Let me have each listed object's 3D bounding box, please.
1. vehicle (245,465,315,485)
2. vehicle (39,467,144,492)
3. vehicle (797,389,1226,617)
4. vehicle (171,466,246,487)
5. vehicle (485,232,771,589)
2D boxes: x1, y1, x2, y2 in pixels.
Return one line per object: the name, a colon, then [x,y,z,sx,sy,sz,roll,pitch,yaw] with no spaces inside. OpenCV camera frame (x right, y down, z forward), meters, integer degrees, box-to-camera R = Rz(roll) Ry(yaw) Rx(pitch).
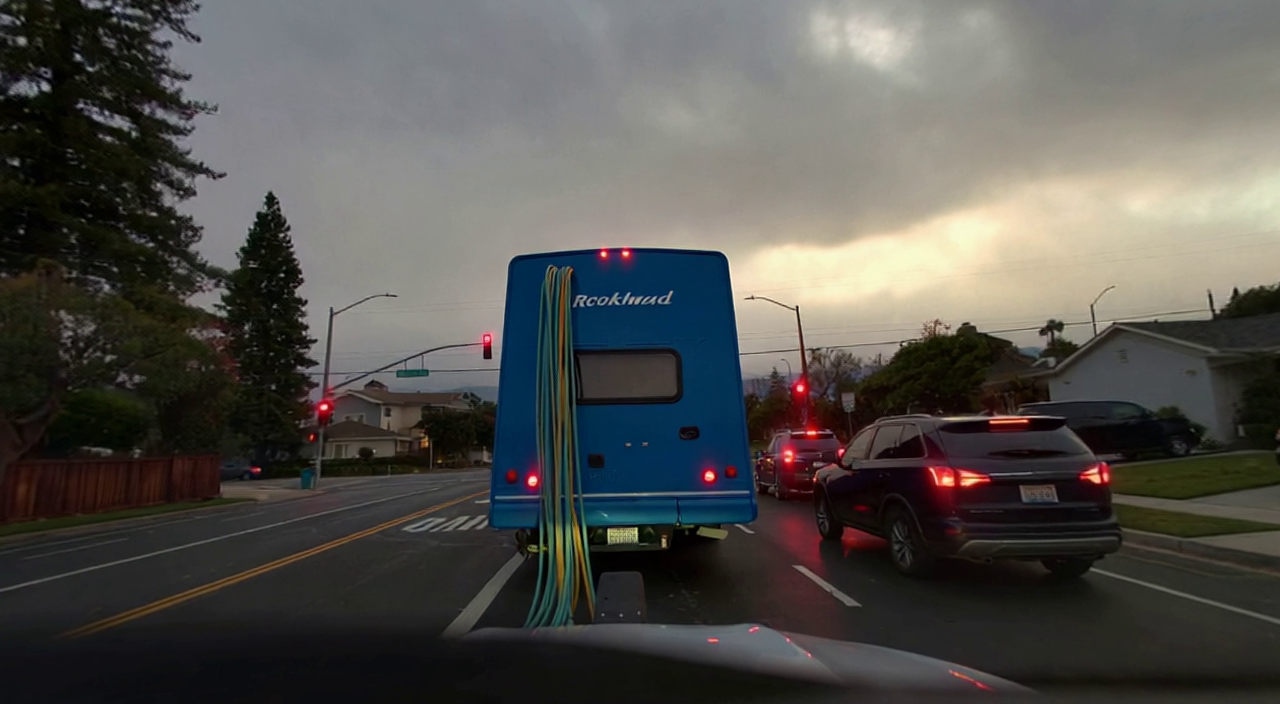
vehicle: [-27.402,9.359,48.147,4.187,1.445,1.809,0,-9,0]
vehicle: [-35.952,8.337,41.482,4.954,1.506,2.014,0,-9,-1]
vehicle: [3.414,1.489,7.135,2.104,1.735,4.408,0,-9,0]
vehicle: [-32.705,9.408,47.959,4.311,1.458,1.707,0,-9,-3]
vehicle: [-0.110,1.113,10.313,2.709,3.511,8.213,0,-9,0]
